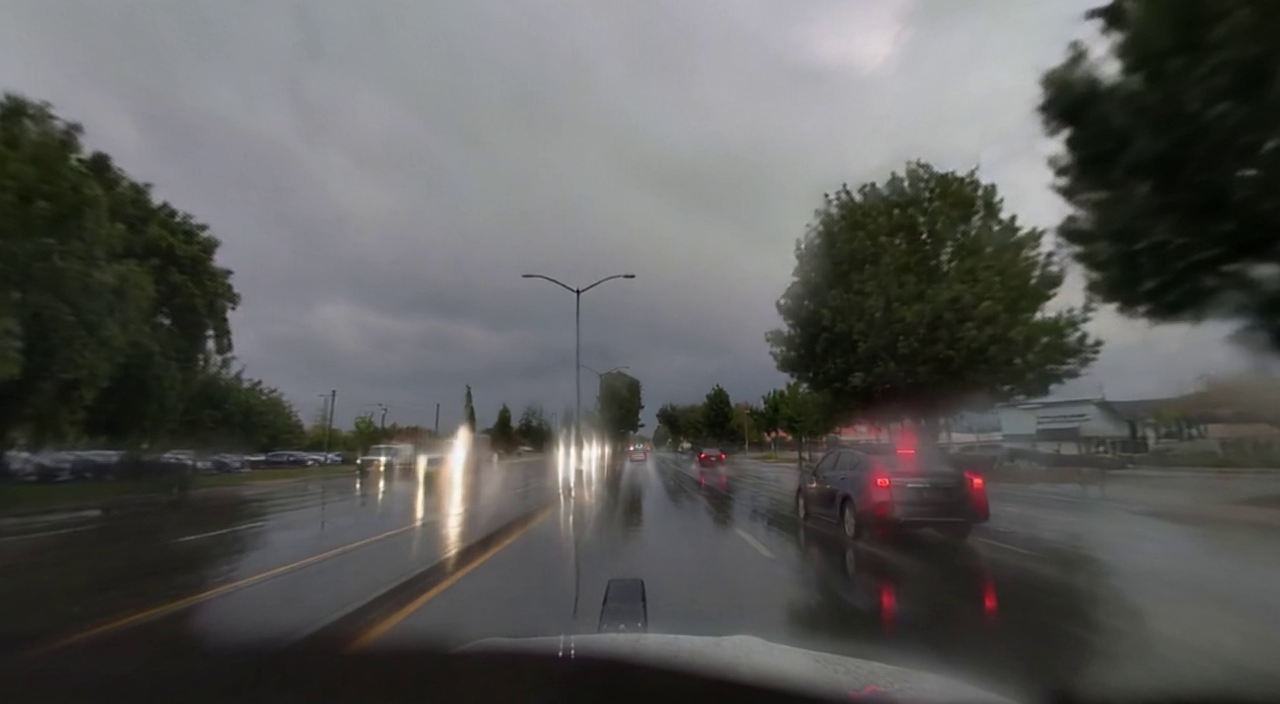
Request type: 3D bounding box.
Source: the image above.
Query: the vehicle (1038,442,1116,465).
[{"bbox_3d":[32.255,7.492,46.404,4.394,1.681,2.009,1,-8,-5],"label":"vehicle"}]

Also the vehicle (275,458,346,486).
[{"bbox_3d":[-19.234,7.010,36.838,1.787,1.452,4.482,0,-9,-1],"label":"vehicle"}]

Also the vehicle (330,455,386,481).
[{"bbox_3d":[-19.074,7.844,42.624,1.841,1.573,4.254,0,-9,-1],"label":"vehicle"}]

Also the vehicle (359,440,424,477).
[{"bbox_3d":[-19.120,8.233,48.765,2.242,2.633,6.792,0,-9,1],"label":"vehicle"}]

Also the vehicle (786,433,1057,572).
[{"bbox_3d":[3.614,1.993,9.158,1.935,1.501,4.384,0,-9,0],"label":"vehicle"}]

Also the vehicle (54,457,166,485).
[{"bbox_3d":[-29.743,6.679,35.315,4.499,1.476,1.869,0,-9,-1],"label":"vehicle"}]

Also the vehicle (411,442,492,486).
[{"bbox_3d":[-8.523,5.089,28.890,2.156,1.838,4.945,0,-9,0],"label":"vehicle"}]

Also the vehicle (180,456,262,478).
[{"bbox_3d":[-29.916,8.210,44.908,4.549,1.438,1.796,0,-9,-1],"label":"vehicle"}]
